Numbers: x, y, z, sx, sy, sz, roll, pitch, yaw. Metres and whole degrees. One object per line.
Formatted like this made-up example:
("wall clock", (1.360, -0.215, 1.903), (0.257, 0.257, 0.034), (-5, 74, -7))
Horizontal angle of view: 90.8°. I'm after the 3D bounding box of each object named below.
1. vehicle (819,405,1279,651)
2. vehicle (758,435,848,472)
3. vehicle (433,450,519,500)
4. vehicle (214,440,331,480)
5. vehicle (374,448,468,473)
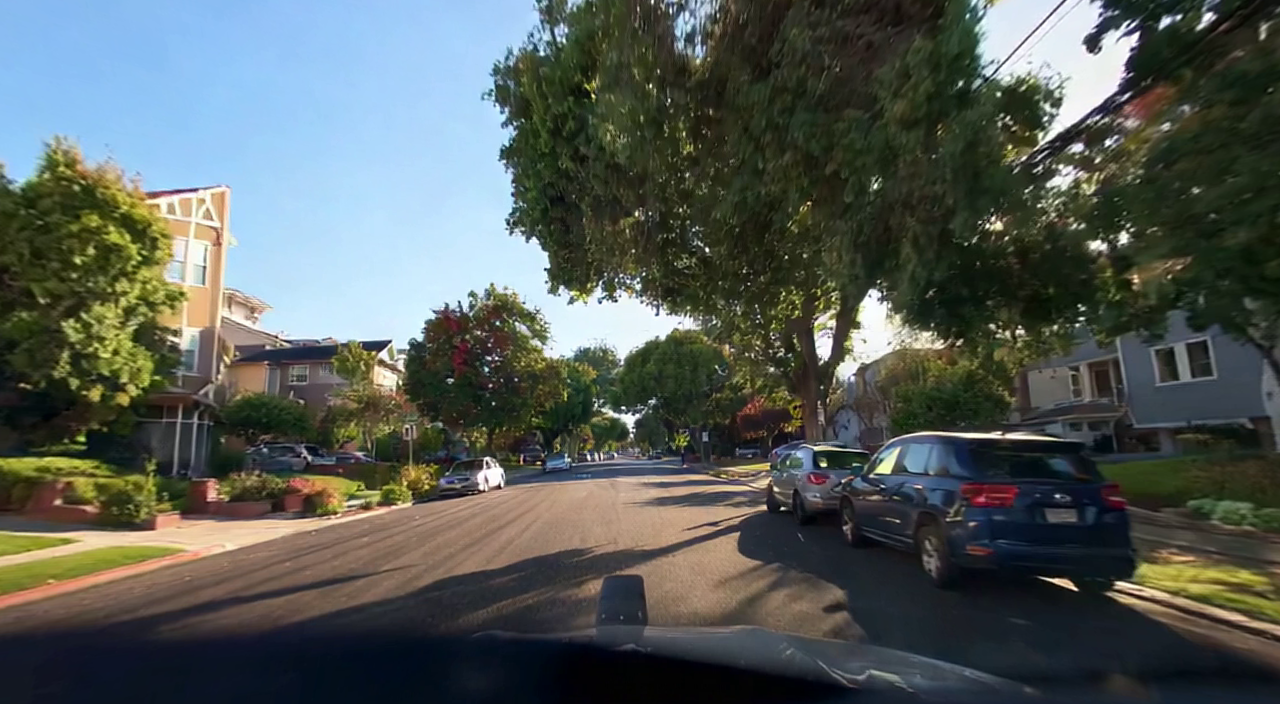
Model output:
("vehicle", (3.684, 1.580, 6.780), (2.091, 1.731, 4.410), (0, -9, -2))
("vehicle", (10.079, 6.285, 39.202), (4.822, 1.864, 2.100), (-4, -8, -5))
("vehicle", (-6.175, 4.666, 24.391), (2.022, 1.550, 4.669), (-4, -9, 0))
("vehicle", (-17.134, 5.052, 29.663), (4.123, 1.787, 2.194), (1, -9, -6))
("vehicle", (-14.382, 7.160, 41.755), (5.395, 1.615, 2.132), (0, -9, -1))
